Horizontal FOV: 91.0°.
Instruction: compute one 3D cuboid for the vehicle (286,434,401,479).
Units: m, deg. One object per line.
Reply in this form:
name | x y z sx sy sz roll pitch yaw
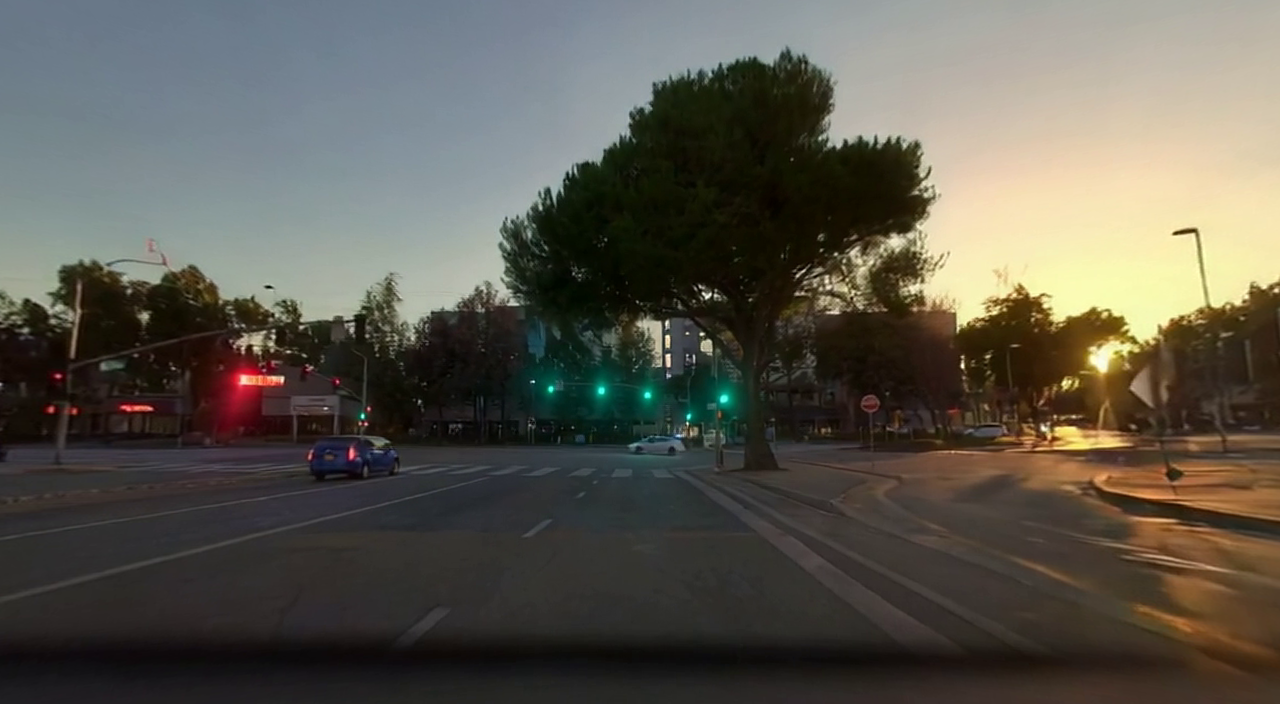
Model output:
vehicle | -10.734 3.825 23.230 1.924 1.502 4.727 0 -9 0
